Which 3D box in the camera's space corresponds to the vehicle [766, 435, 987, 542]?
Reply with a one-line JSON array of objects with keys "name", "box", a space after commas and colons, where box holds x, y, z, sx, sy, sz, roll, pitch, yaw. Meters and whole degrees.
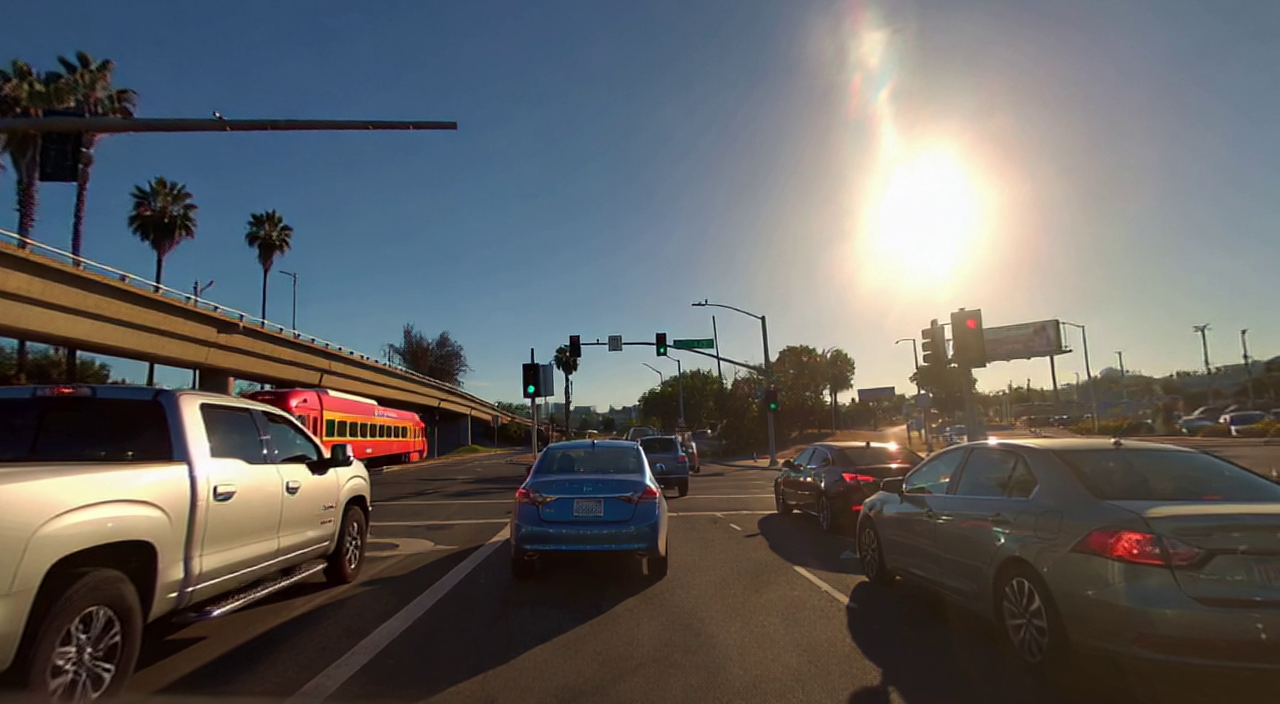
[{"name": "vehicle", "box": [3.700, 2.217, 10.963, 1.965, 1.448, 4.486, 0, -9, -2]}]

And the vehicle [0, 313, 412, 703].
[{"name": "vehicle", "box": [-3.805, 1.102, 4.939, 2.078, 1.838, 5.448, 0, -9, -1]}]

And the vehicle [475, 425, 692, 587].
[{"name": "vehicle", "box": [-0.627, 1.754, 8.053, 2.035, 1.491, 4.090, 0, -9, -3]}]

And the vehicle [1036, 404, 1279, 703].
[{"name": "vehicle", "box": [3.888, 0.892, 2.190, 2.052, 1.496, 4.541, 0, -9, 0]}]

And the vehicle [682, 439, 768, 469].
[{"name": "vehicle", "box": [4.215, 5.139, 31.968, 1.878, 1.428, 4.416, 5, -10, -32]}]
